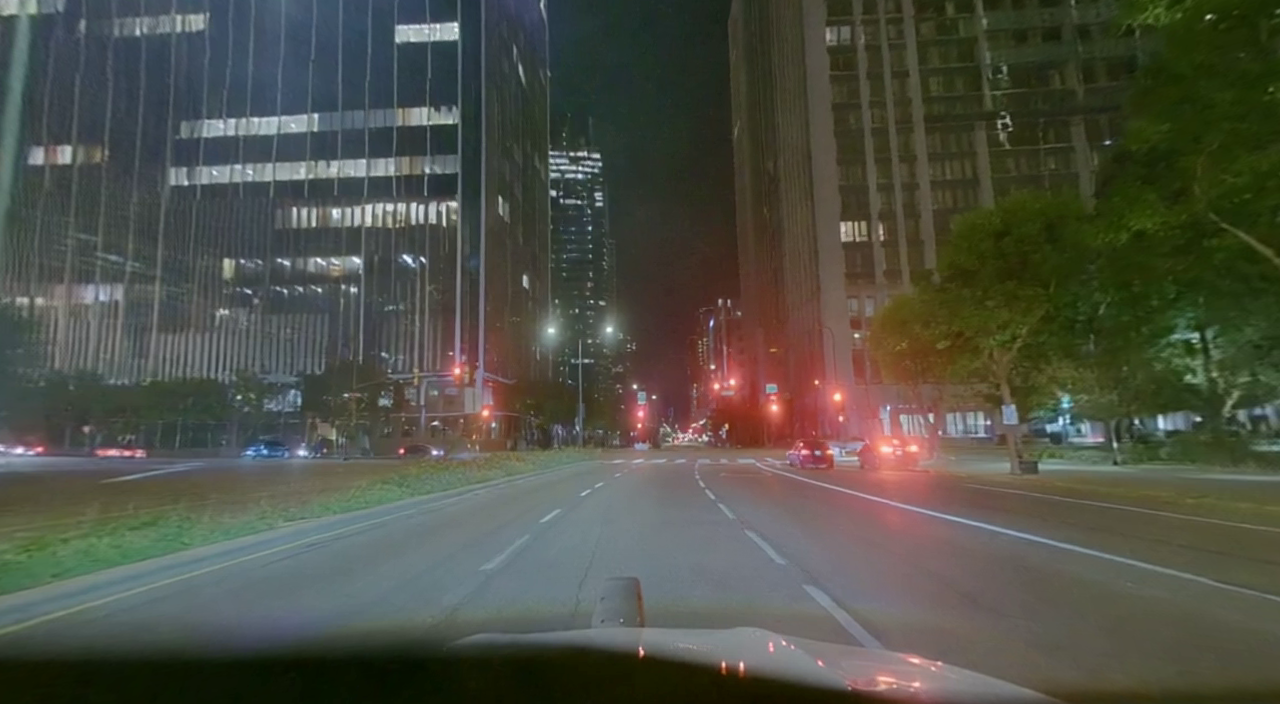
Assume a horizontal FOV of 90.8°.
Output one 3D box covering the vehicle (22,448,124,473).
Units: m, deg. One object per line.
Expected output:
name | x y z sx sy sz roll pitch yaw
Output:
vehicle | -34.564 6.633 38.587 4.417 1.448 1.907 0 -8 0

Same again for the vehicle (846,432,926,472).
vehicle | 12.019 4.921 31.222 2.027 1.810 4.854 0 -9 1

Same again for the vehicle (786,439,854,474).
vehicle | 8.339 4.897 29.777 1.936 1.489 4.885 -1 -8 2
